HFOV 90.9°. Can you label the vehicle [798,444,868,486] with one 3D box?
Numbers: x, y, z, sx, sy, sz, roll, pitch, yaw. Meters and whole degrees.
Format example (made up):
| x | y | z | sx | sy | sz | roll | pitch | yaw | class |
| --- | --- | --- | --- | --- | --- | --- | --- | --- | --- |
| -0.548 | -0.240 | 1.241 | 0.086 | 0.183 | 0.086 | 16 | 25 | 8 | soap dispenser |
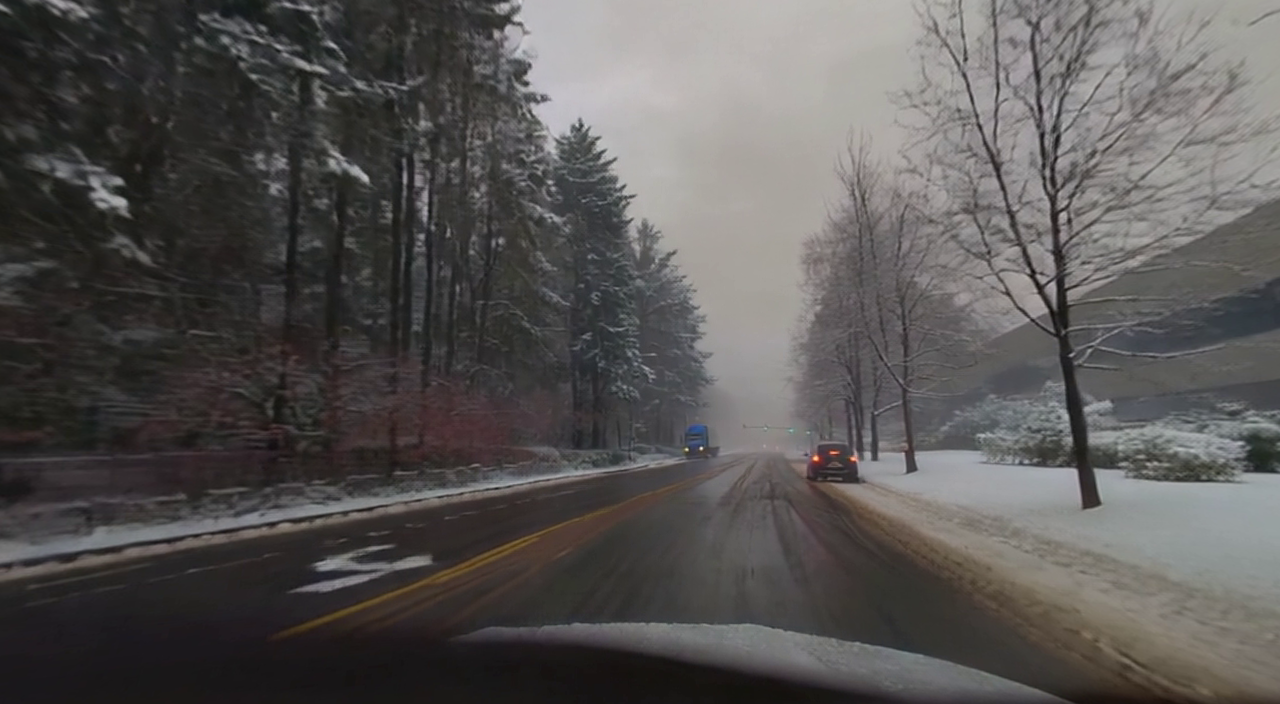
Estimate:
| x | y | z | sx | sy | sz | roll | pitch | yaw | class |
| --- | --- | --- | --- | --- | --- | --- | --- | --- | --- |
| 7.566 | 4.450 | 25.173 | 2.098 | 1.509 | 4.389 | -2 | -9 | 10 | vehicle |
